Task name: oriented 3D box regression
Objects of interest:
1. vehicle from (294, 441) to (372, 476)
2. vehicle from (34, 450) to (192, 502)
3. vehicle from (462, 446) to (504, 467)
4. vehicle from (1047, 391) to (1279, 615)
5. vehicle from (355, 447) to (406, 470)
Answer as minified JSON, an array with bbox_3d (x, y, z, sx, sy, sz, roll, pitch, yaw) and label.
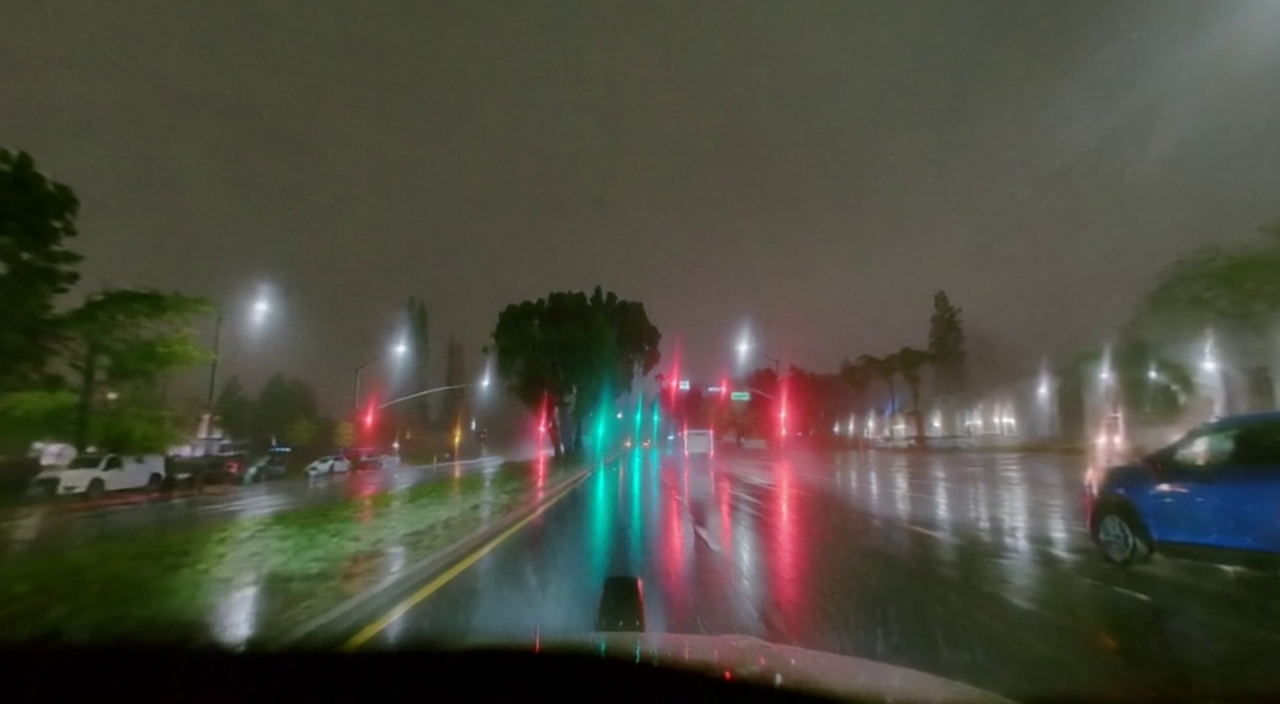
[{"bbox_3d":[-19.680,6.819,40.805,2.281,2.035,5.418,0,-8,0],"label":"vehicle"},{"bbox_3d":[-19.573,4.579,23.802,1.985,1.667,4.622,0,-8,-1],"label":"vehicle"},{"bbox_3d":[-11.698,7.787,47.406,1.888,1.480,4.644,0,-8,0],"label":"vehicle"},{"bbox_3d":[6.072,1.252,5.413,2.012,1.754,4.635,0,-8,0],"label":"vehicle"},{"bbox_3d":[-19.609,8.058,47.936,2.060,1.665,4.282,0,-8,-1],"label":"vehicle"}]
